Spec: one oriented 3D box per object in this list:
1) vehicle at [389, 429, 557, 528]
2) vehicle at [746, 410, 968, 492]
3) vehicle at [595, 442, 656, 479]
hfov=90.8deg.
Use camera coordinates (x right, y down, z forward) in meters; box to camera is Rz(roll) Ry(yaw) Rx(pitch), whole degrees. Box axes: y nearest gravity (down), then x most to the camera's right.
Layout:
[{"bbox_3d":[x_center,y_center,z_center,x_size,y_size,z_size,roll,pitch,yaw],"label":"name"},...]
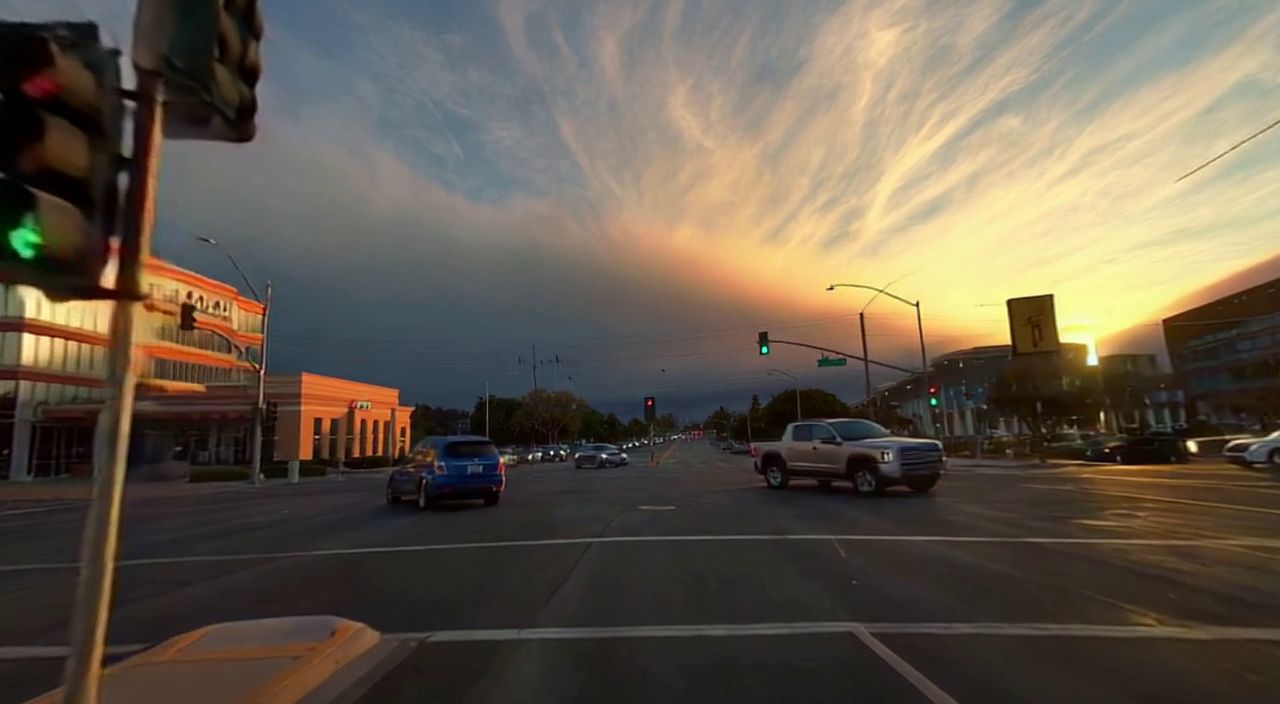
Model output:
[{"bbox_3d":[-3.829,2.656,13.917,2.238,1.762,4.445,5,-10,-32],"label":"vehicle"},{"bbox_3d":[6.701,3.114,20.068,5.960,2.200,2.708,-8,-11,41],"label":"vehicle"},{"bbox_3d":[-0.801,5.127,30.133,2.142,1.607,4.733,1,-9,-11],"label":"vehicle"}]
